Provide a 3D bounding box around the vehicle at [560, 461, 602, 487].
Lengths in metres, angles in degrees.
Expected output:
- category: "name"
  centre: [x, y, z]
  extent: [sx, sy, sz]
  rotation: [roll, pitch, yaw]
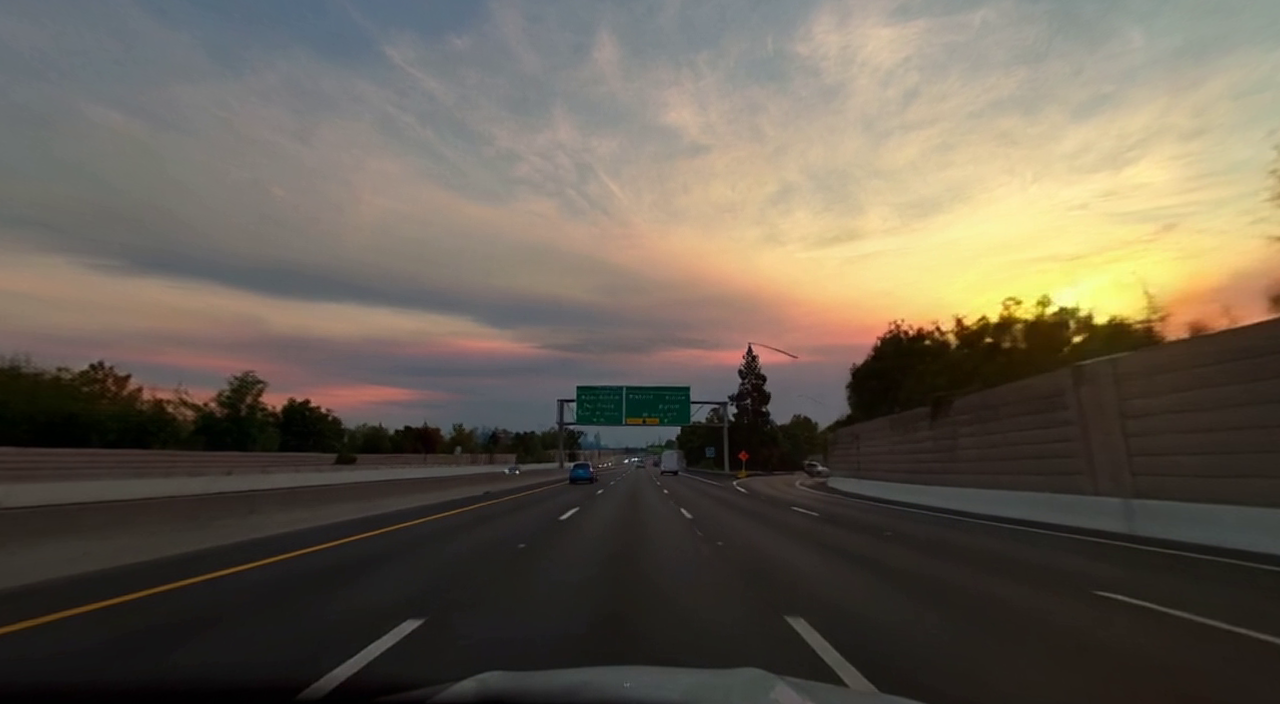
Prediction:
- category: "vehicle"
  centre: [-3.621, 7.641, 39.474]
  extent: [2.045, 1.487, 4.582]
  rotation: [1, -10, 1]
